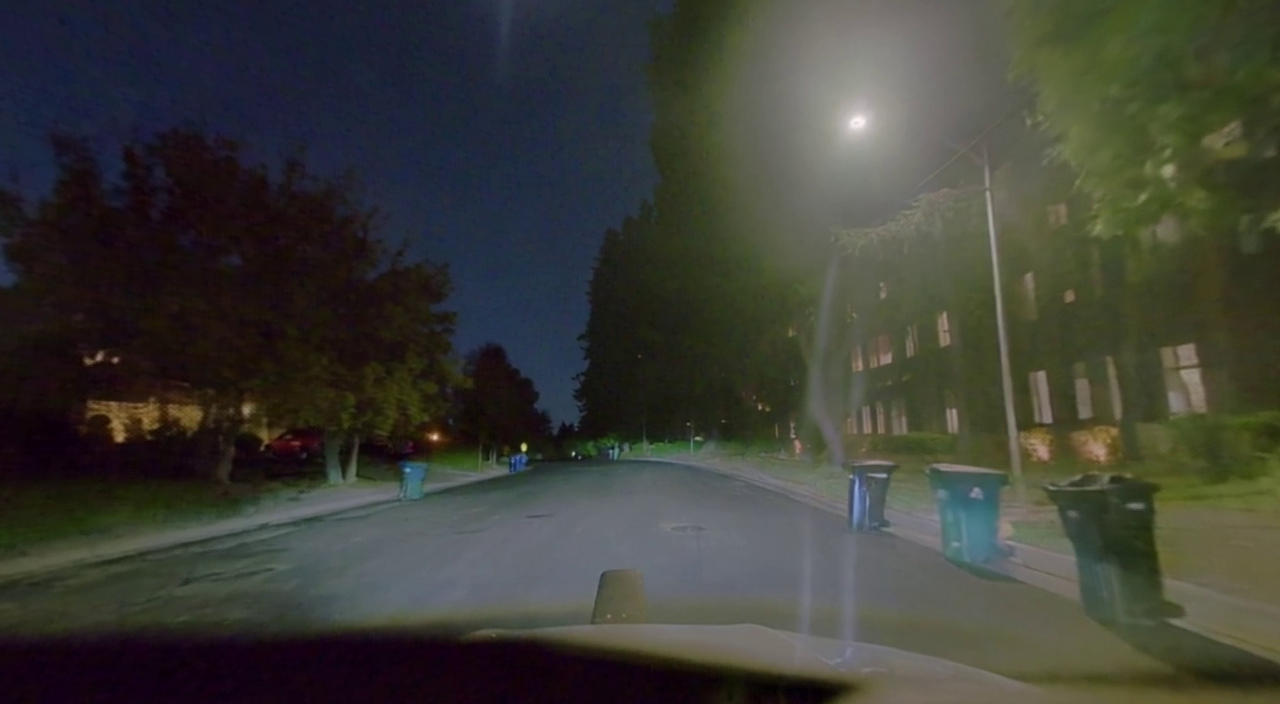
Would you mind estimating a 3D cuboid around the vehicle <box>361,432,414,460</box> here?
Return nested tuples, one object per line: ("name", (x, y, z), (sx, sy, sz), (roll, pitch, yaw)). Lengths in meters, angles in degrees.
("vehicle", (-18.640, 6.986, 46.756), (2.407, 1.912, 5.091), (1, -8, -8))
